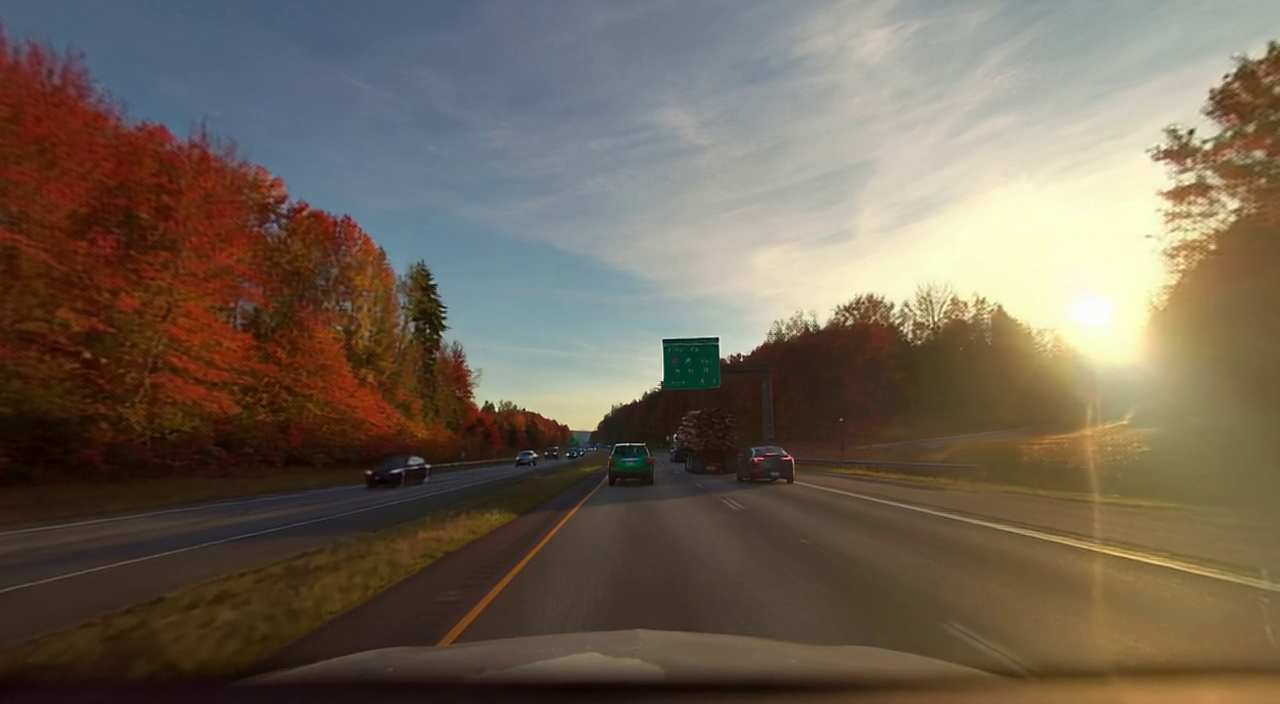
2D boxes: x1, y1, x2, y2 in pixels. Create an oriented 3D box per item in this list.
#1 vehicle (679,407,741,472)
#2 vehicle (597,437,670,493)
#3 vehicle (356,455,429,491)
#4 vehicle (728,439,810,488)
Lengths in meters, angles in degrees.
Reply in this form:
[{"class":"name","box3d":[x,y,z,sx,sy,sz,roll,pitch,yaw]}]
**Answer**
[{"class":"vehicle","box3d":[4.569,6.017,42.800,3.125,3.895,8.461,0,-9,-1]},{"class":"vehicle","box3d":[-0.232,3.835,21.533,2.263,1.699,3.936,0,-9,-1]},{"class":"vehicle","box3d":[-12.769,6.245,32.691,1.987,1.612,4.522,0,-9,0]},{"class":"vehicle","box3d":[4.802,4.218,24.062,2.057,1.660,4.525,0,-9,-2]}]
